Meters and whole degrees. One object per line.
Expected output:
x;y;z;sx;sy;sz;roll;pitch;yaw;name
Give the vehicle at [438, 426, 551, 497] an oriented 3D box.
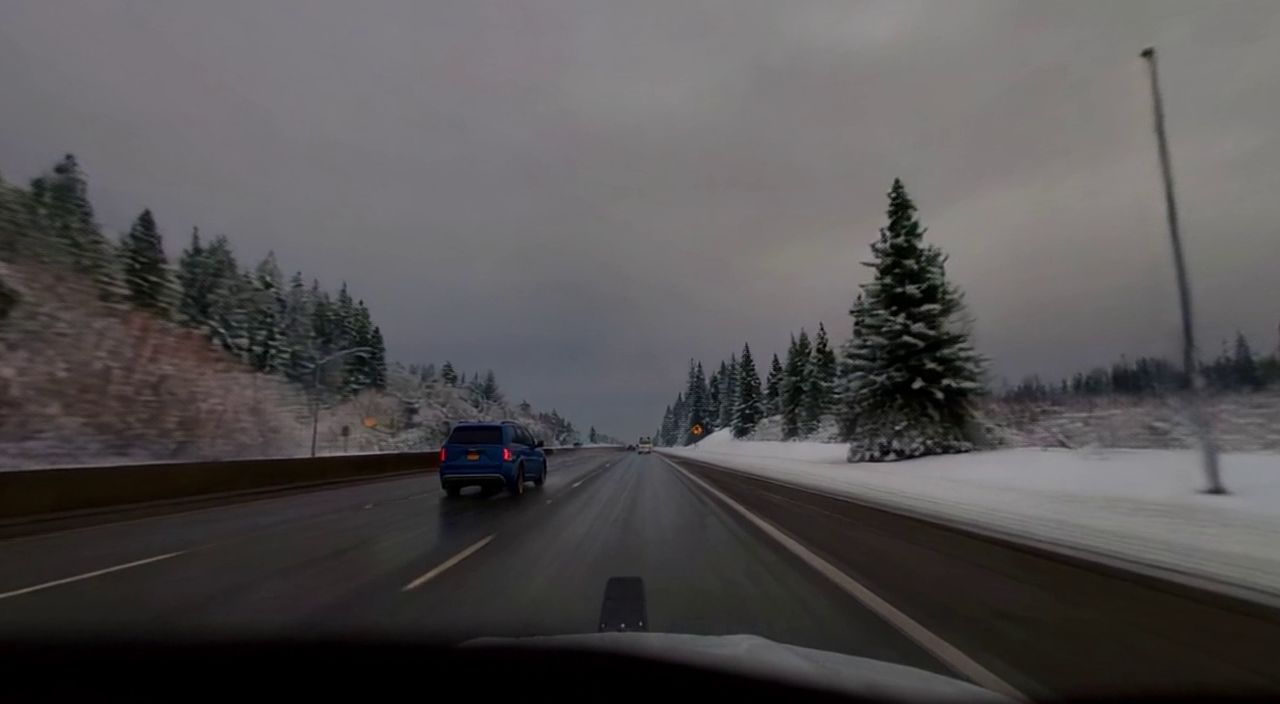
-3.954;3.054;18.047;2.084;1.752;4.479;0;-8;1;vehicle
